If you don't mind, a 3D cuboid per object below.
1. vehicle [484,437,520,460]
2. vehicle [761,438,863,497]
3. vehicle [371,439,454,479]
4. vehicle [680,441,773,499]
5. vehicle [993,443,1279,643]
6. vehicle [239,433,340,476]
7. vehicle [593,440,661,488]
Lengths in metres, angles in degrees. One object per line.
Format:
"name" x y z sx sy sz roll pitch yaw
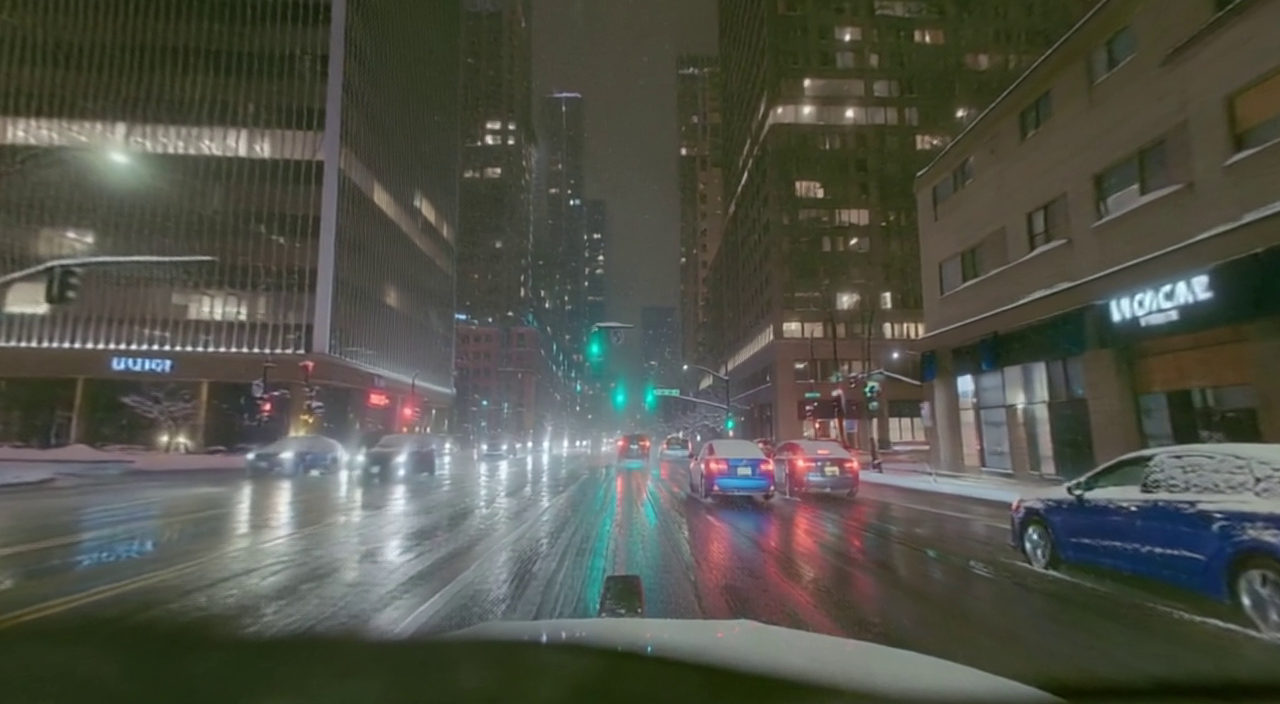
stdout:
"vehicle" -10.347 7.275 47.601 1.879 1.637 4.100 0 -8 -1
"vehicle" 5.588 3.785 21.142 2.015 1.745 4.444 0 -8 -2
"vehicle" -9.744 4.593 27.440 1.960 1.568 4.511 0 -8 0
"vehicle" 2.397 3.412 18.690 1.987 1.484 4.427 0 -8 -2
"vehicle" 5.727 1.629 6.068 1.914 1.484 4.639 0 -8 -1
"vehicle" -15.391 4.513 28.069 1.932 1.760 4.422 0 -8 -1
"vehicle" -0.438 3.780 21.664 2.096 1.457 4.160 0 -8 -1
